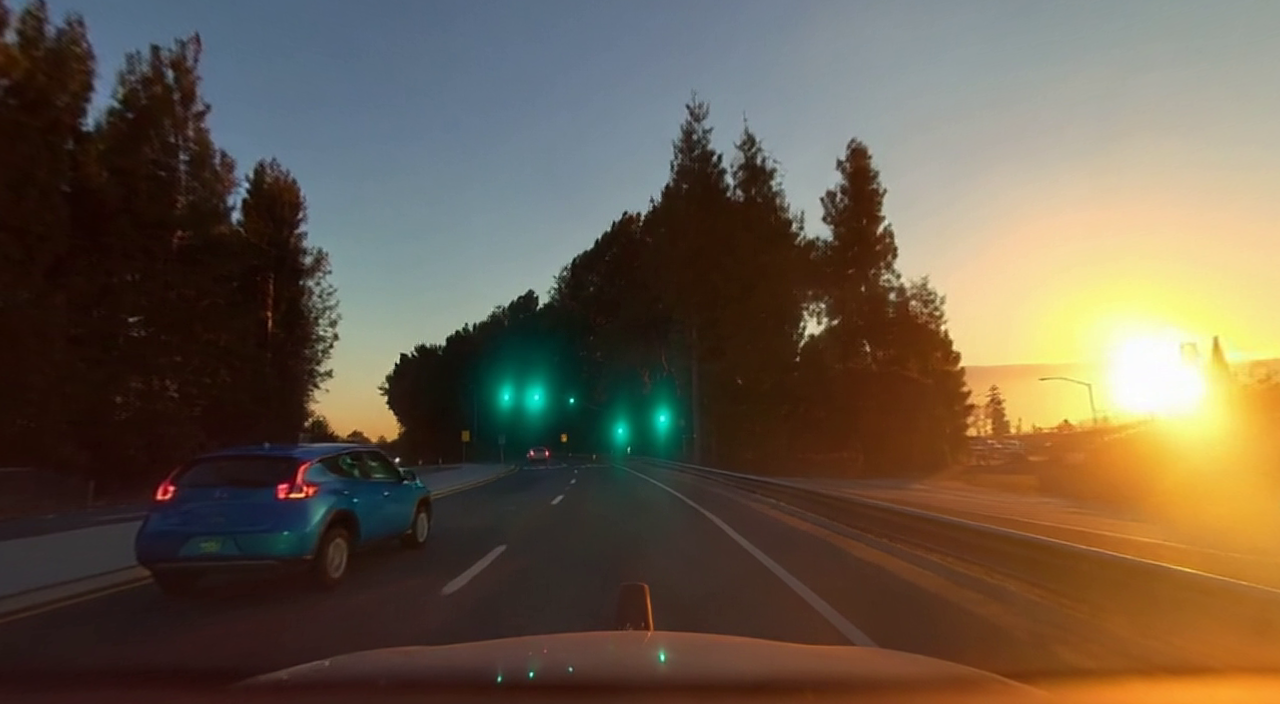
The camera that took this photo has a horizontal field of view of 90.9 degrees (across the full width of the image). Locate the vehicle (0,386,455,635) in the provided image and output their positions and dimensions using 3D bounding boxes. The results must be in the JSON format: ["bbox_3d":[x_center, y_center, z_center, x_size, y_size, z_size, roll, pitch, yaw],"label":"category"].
[{"bbox_3d":[-4.032,1.550,7.302,2.336,1.857,4.986,0,-8,-1],"label":"vehicle"}]

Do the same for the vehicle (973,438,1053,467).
[{"bbox_3d":[20.942,5.630,35.329,4.141,1.451,1.720,2,-10,-26],"label":"vehicle"}]
